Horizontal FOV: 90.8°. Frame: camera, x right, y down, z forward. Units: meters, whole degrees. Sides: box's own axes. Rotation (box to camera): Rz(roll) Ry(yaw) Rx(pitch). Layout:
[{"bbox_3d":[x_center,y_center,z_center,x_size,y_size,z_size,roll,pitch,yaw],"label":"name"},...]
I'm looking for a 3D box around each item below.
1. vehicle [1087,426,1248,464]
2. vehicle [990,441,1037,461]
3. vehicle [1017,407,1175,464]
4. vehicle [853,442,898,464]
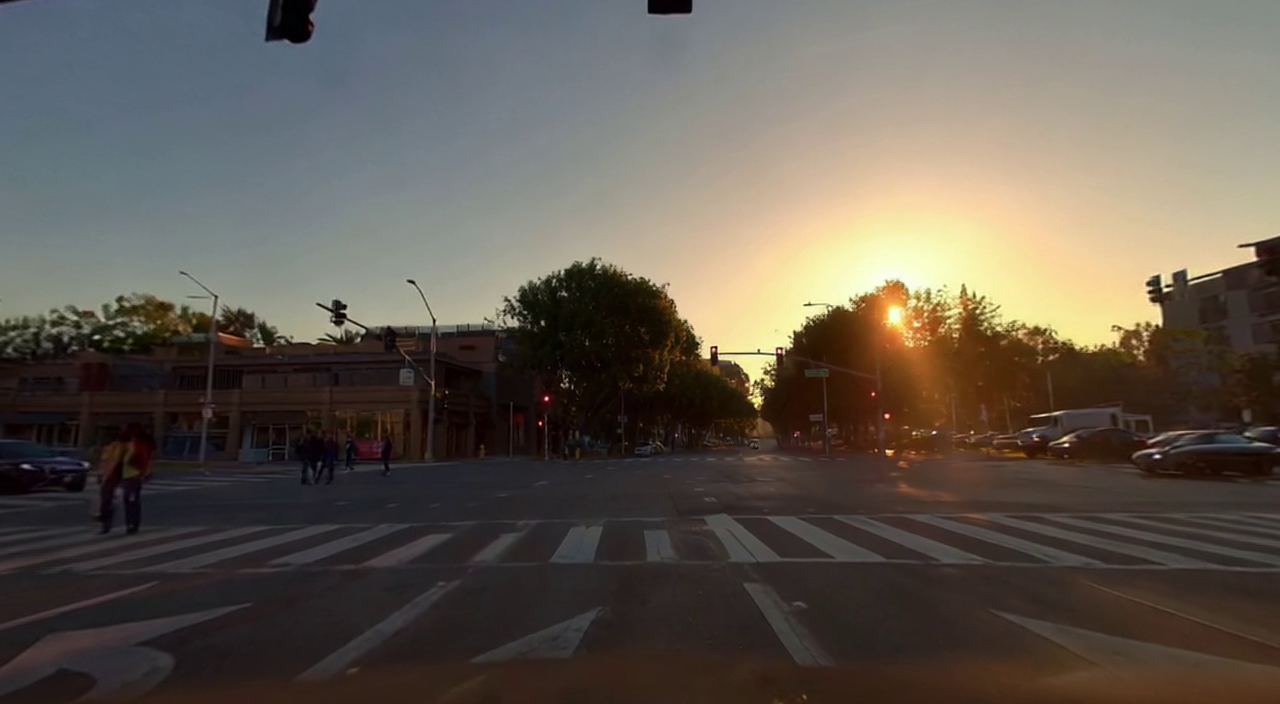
[{"bbox_3d":[21.423,3.819,25.809,4.740,1.464,1.876,-1,-9,3],"label":"vehicle"},{"bbox_3d":[27.830,7.384,47.205,1.589,1.405,3.633,-1,-9,7],"label":"vehicle"},{"bbox_3d":[23.055,4.253,32.177,5.855,2.746,2.523,-1,-9,4],"label":"vehicle"},{"bbox_3d":[17.663,7.567,47.613,1.789,1.557,4.293,0,-8,1],"label":"vehicle"}]
